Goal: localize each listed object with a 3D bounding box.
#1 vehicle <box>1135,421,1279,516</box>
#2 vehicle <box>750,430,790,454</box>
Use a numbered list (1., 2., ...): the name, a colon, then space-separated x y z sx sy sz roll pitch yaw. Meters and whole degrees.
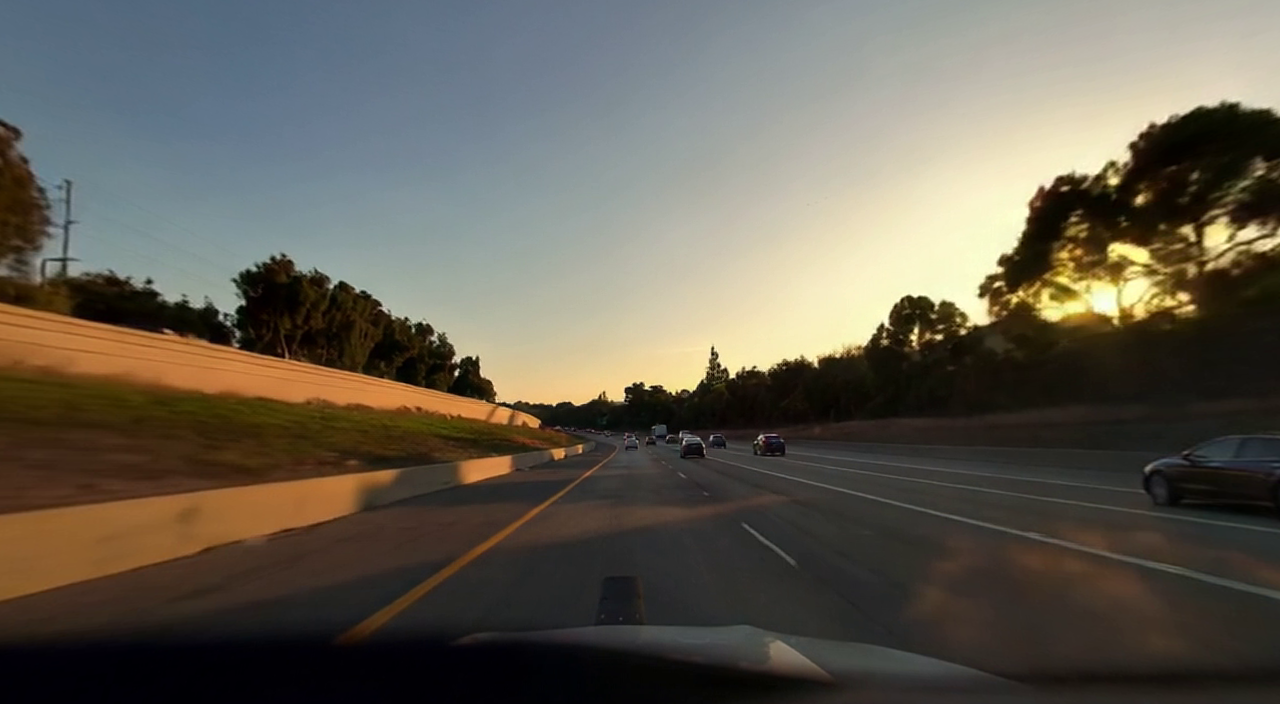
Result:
1. vehicle: 11.324 1.953 10.656 2.041 1.517 4.645 0 -8 -1
2. vehicle: 10.083 7.054 49.166 2.077 1.763 4.472 0 -8 -2
